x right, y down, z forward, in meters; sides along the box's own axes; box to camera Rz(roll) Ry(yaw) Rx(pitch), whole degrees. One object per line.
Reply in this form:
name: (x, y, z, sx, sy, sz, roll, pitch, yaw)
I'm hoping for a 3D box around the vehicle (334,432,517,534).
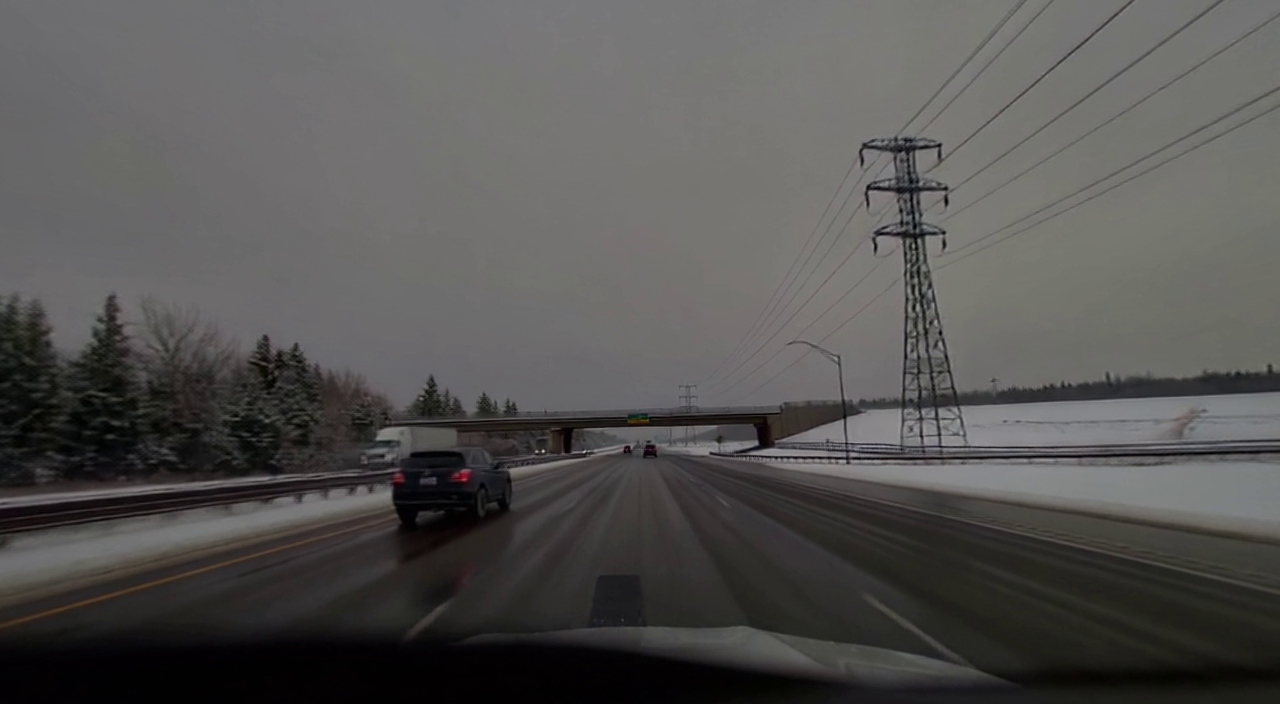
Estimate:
vehicle: (-3.712, 2.344, 11.815, 1.924, 1.550, 4.165, 0, -9, 1)
